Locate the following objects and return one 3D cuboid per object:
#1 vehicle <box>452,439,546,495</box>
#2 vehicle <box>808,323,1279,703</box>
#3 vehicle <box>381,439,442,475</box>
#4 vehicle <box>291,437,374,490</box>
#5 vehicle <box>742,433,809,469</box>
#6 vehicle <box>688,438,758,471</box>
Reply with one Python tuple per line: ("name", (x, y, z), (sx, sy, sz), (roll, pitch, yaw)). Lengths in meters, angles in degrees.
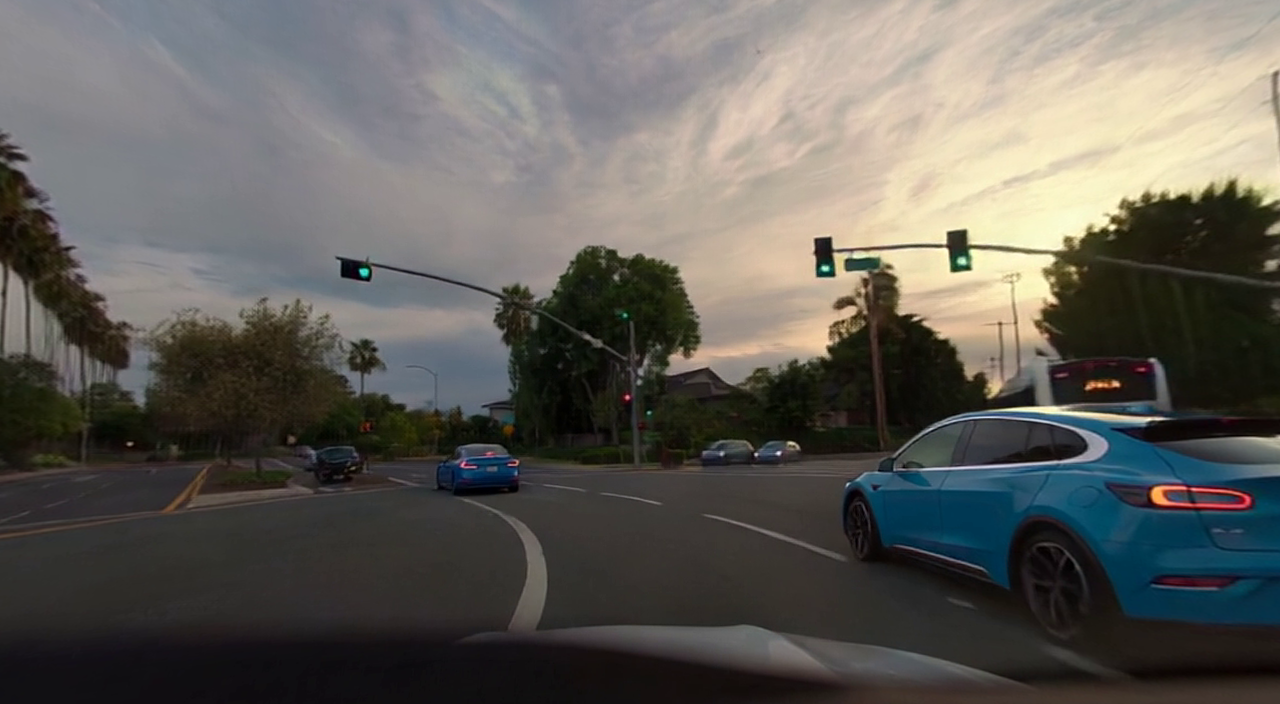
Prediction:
("vehicle", (-5.033, 3.939, 22.070), (2.341, 1.709, 4.466), (3, -9, -24))
("vehicle", (3.350, 1.144, 5.300), (2.205, 1.803, 5.135), (0, -8, -3))
("vehicle", (-13.140, 5.957, 36.147), (2.272, 1.891, 4.562), (5, -10, -32))
("vehicle", (-12.611, 4.457, 25.690), (2.283, 1.878, 5.384), (5, -10, -33))
("vehicle", (7.385, 5.304, 33.953), (2.122, 1.730, 5.138), (-5, -10, 27))
("vehicle", (4.931, 5.940, 36.962), (2.290, 1.688, 5.224), (-6, -9, 28))
